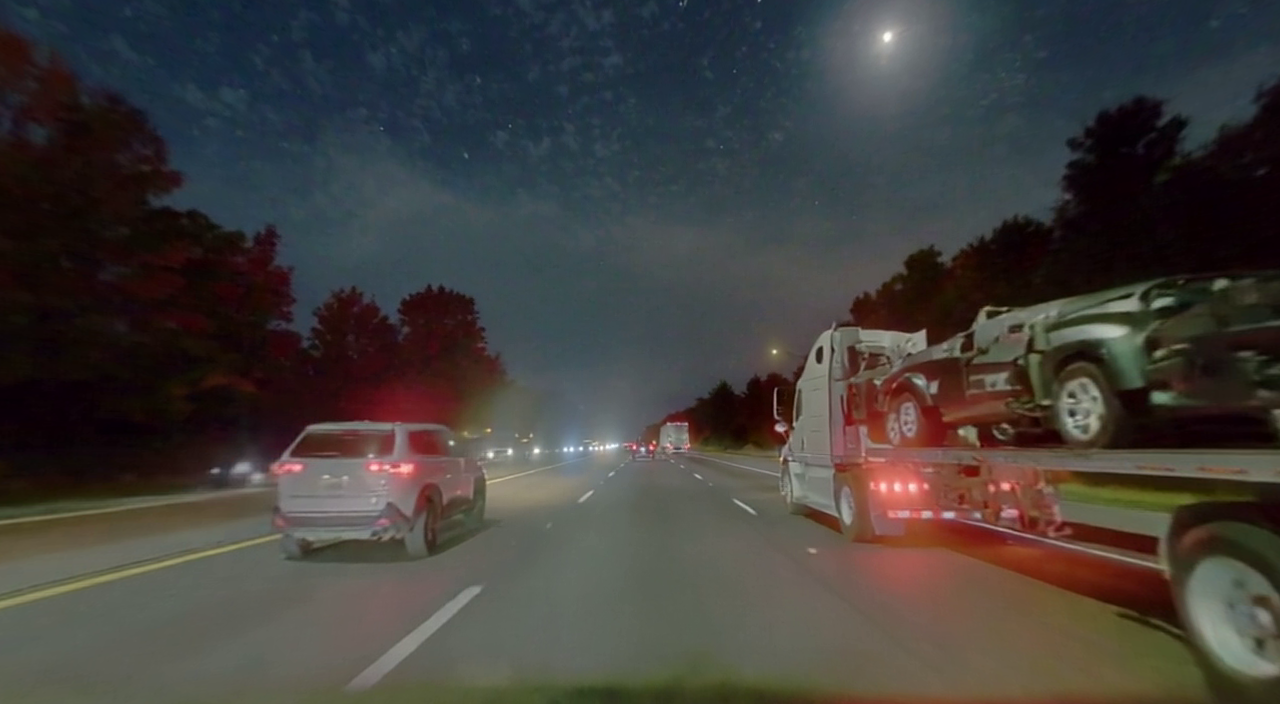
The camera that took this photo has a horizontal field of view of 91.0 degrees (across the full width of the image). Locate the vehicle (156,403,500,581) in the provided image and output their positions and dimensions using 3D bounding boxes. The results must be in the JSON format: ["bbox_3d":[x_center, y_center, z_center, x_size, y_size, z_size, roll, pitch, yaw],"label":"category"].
[{"bbox_3d":[-3.488,1.674,8.377,2.077,1.669,4.739,0,-8,1],"label":"vehicle"}]

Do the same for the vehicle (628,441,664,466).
[{"bbox_3d":[0.364,6.395,39.862,2.152,1.484,4.211,0,-8,1],"label":"vehicle"}]

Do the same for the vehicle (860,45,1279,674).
[{"bbox_3d":[4.926,-0.023,2.859,3.150,3.257,13.098,0,-8,0],"label":"vehicle"}]
